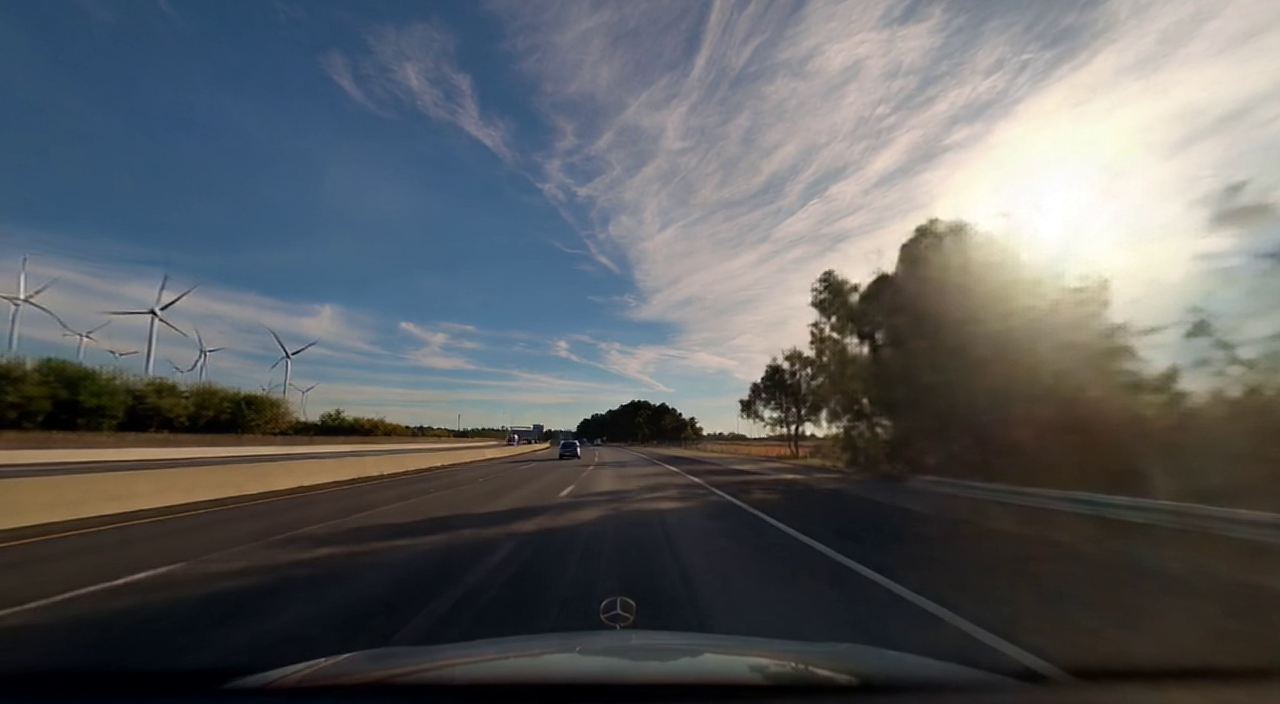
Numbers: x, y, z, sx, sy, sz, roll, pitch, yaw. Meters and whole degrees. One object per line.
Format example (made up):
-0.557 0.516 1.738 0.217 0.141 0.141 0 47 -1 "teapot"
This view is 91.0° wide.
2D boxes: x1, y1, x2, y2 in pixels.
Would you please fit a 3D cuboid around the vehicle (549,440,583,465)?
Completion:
-4.803 6.585 41.442 2.053 1.549 4.097 0 -8 -4 "vehicle"
